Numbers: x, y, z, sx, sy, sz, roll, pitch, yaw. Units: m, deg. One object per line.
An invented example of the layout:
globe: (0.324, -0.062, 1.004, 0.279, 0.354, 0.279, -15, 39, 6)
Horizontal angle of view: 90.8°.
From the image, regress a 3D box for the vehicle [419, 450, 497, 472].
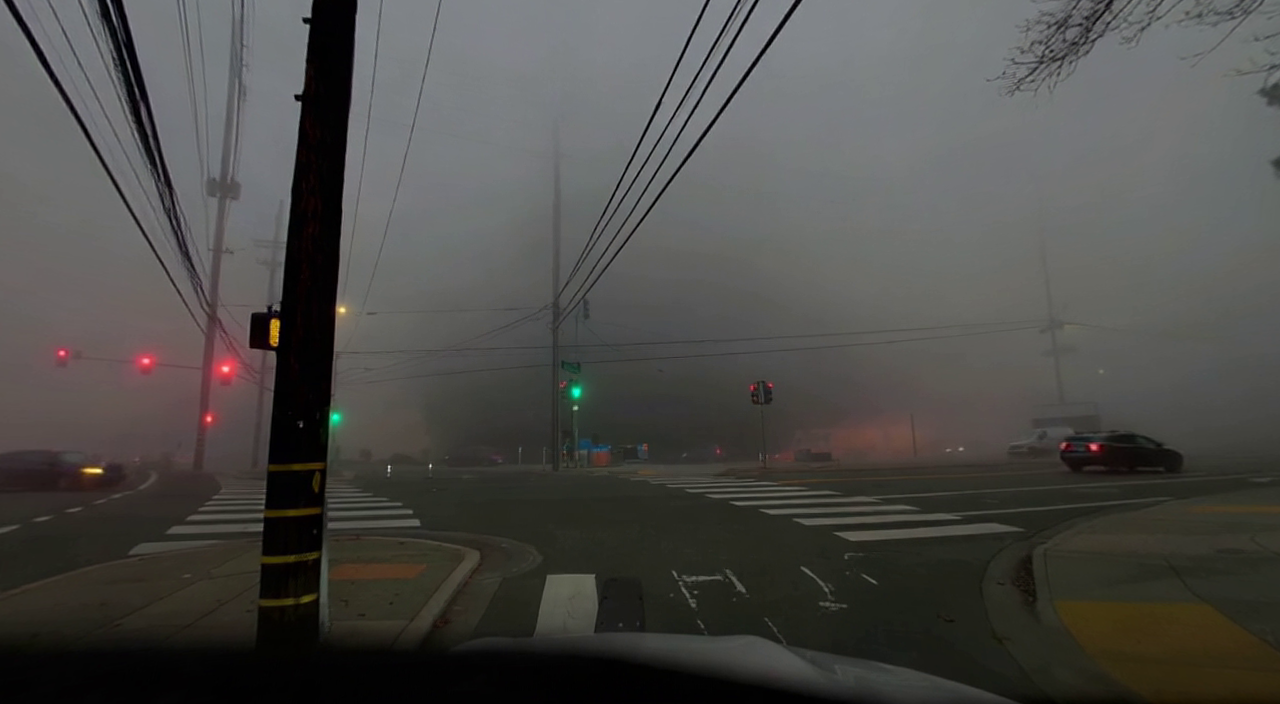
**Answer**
vehicle: (-12.590, 7.516, 43.737, 4.837, 1.407, 1.818, 4, -9, -26)

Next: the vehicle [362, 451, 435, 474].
vehicle: (-17.224, 7.850, 45.098, 4.623, 1.471, 1.805, 4, -9, -26)

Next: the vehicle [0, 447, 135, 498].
vehicle: (-18.932, 3.774, 20.188, 4.700, 1.479, 2.095, -3, -9, 20)

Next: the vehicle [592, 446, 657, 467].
vehicle: (-1.147, 7.550, 45.810, 4.391, 1.451, 1.717, 4, -9, -26)

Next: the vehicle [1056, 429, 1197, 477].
vehicle: (18.337, 3.782, 23.830, 4.530, 1.648, 2.075, 3, -9, -22)
